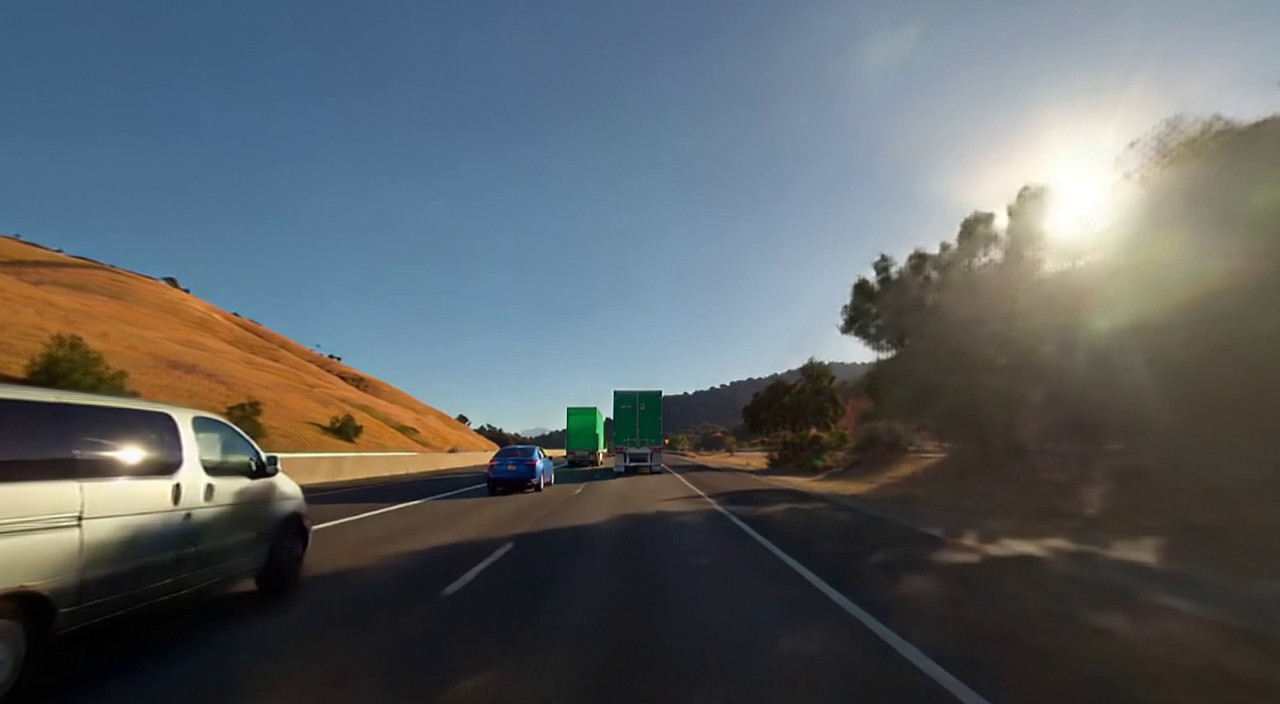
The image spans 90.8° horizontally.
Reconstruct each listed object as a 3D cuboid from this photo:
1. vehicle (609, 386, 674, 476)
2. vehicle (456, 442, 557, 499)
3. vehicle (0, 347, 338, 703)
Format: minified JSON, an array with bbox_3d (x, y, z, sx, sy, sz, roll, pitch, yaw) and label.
[{"bbox_3d":[0.233,4.315,33.712,2.913,3.988,10.874,0,-8,2],"label":"vehicle"},{"bbox_3d":[-3.712,3.355,18.400,1.950,1.446,4.224,0,-8,1],"label":"vehicle"},{"bbox_3d":[-4.134,0.993,3.828,2.136,1.779,4.875,0,-8,0],"label":"vehicle"}]
